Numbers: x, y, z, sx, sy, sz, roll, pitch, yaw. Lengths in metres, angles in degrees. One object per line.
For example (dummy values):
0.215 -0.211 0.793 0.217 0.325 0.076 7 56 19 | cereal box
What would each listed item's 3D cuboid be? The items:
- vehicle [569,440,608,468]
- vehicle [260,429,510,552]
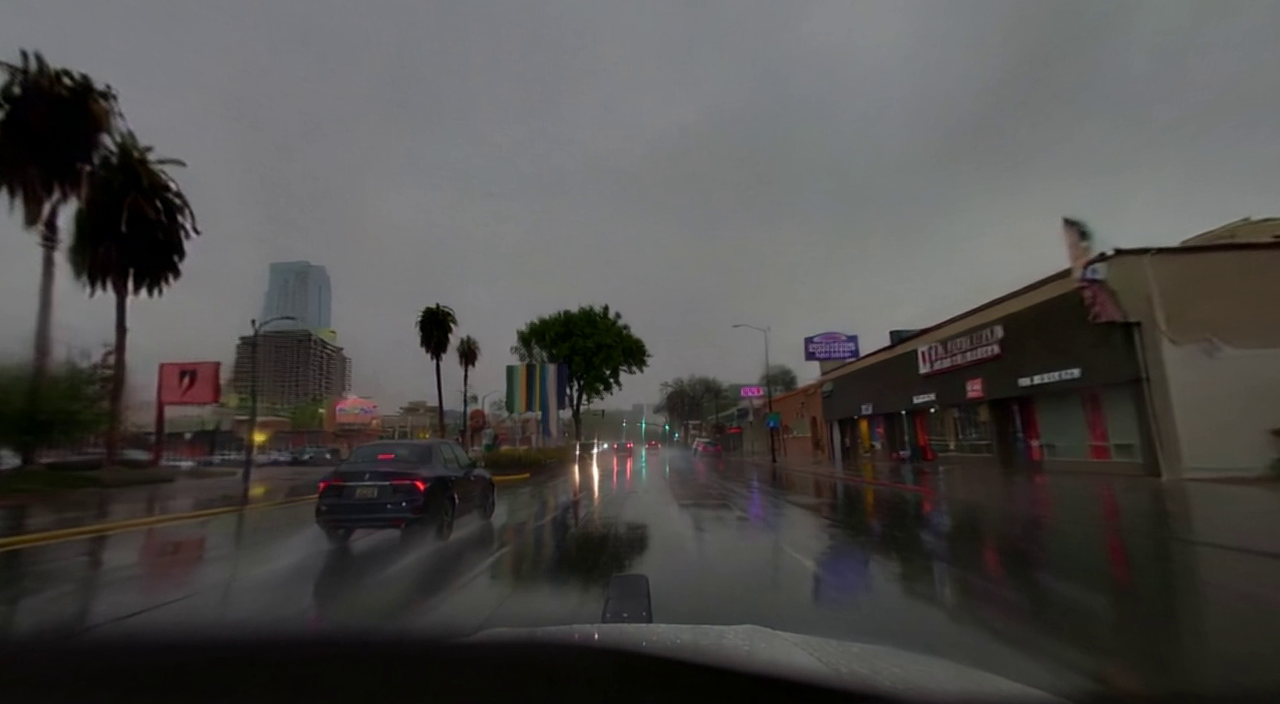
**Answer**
-3.226 6.484 40.231 2.024 1.636 4.121 0 -9 1 | vehicle
-3.626 2.052 10.074 2.032 1.511 4.424 0 -9 2 | vehicle
